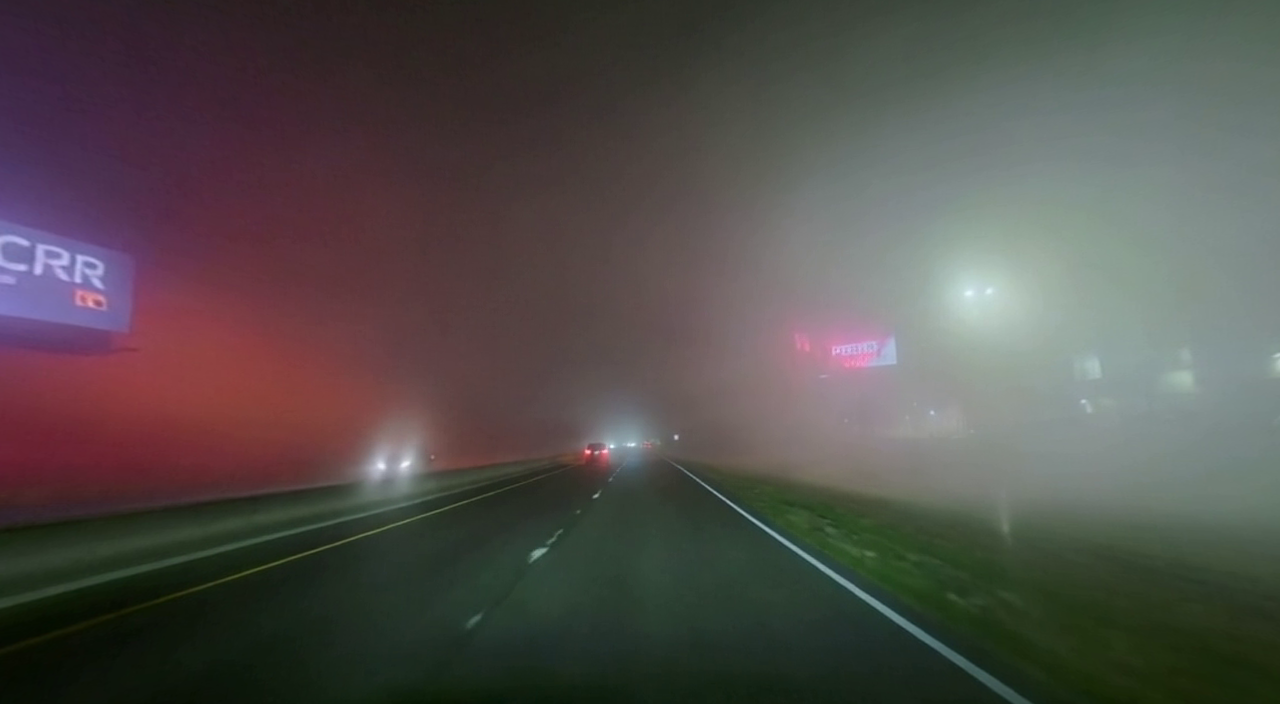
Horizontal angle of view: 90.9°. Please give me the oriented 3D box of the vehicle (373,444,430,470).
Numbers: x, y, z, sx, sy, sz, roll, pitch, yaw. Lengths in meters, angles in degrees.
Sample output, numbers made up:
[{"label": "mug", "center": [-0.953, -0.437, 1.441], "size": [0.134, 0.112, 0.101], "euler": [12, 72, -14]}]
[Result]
[{"label": "vehicle", "center": [-16.758, 7.401, 44.546], "size": [2.022, 1.697, 4.856], "euler": [-1, -8, 1]}]
